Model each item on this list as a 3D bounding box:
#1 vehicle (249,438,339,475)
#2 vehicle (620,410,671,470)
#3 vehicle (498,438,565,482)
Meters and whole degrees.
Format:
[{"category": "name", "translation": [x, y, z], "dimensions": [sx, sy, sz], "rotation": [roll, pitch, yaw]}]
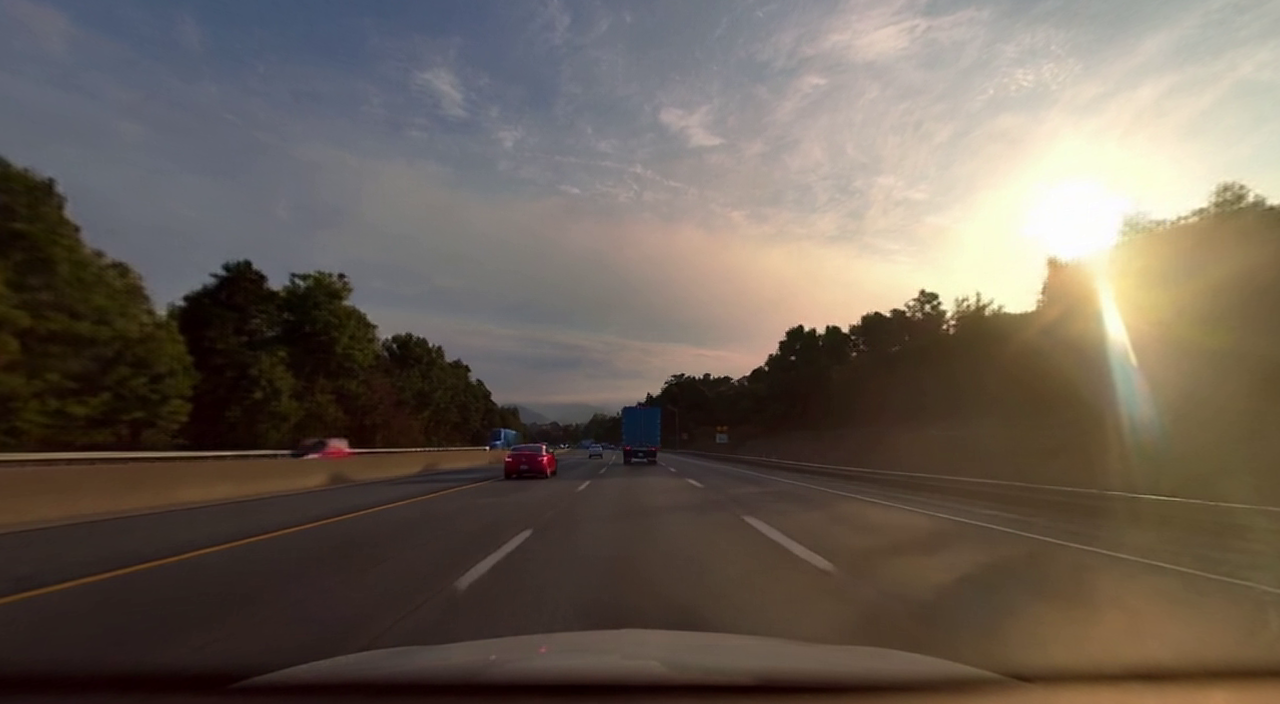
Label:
[{"category": "vehicle", "translation": [-16.465, 4.997, 30.288], "dimensions": [1.858, 1.656, 4.276], "rotation": [0, -9, 0]}, {"category": "vehicle", "translation": [0.181, 6.010, 42.577], "dimensions": [2.893, 3.628, 9.081], "rotation": [0, -9, -3]}, {"category": "vehicle", "translation": [-4.279, 4.335, 25.500], "dimensions": [1.977, 1.602, 3.944], "rotation": [0, -9, 0]}]
